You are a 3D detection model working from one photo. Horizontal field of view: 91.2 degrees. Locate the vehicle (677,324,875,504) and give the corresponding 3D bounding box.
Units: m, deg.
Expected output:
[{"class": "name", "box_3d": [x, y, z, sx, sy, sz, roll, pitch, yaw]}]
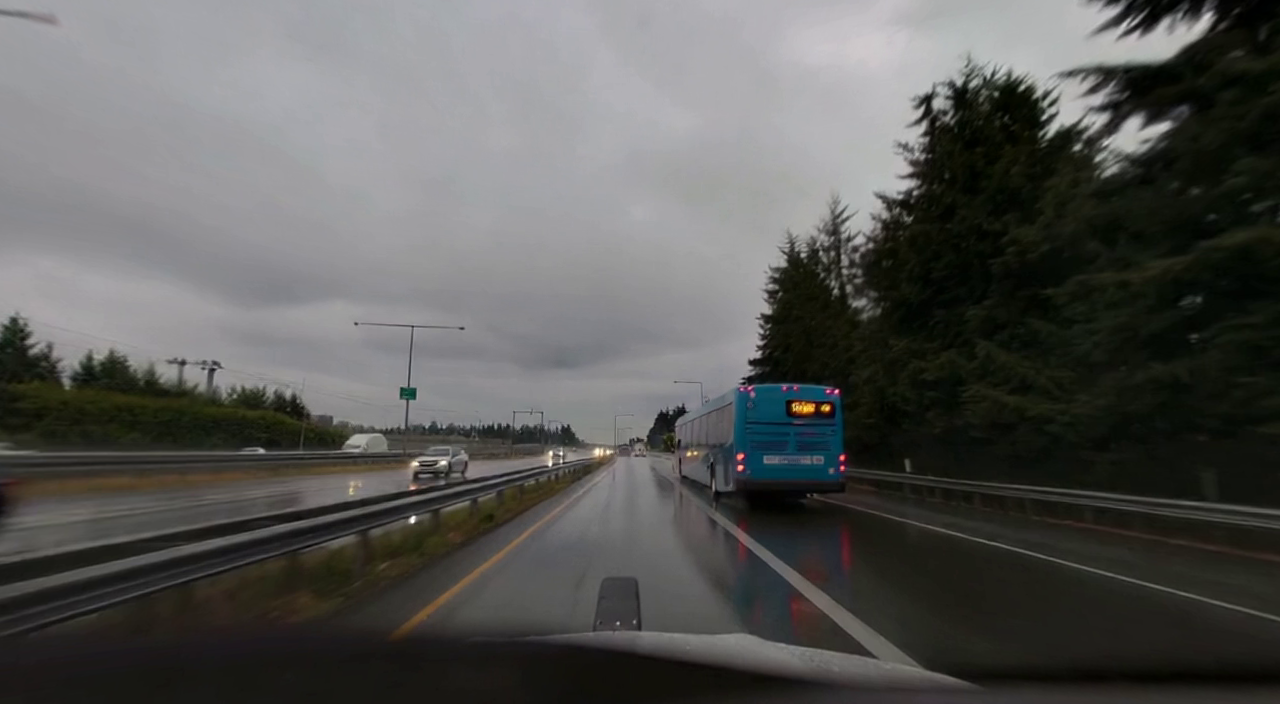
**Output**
[{"class": "vehicle", "box_3d": [3.469, 2.439, 21.342, 3.277, 4.084, 14.213, 0, -9, -1]}]
